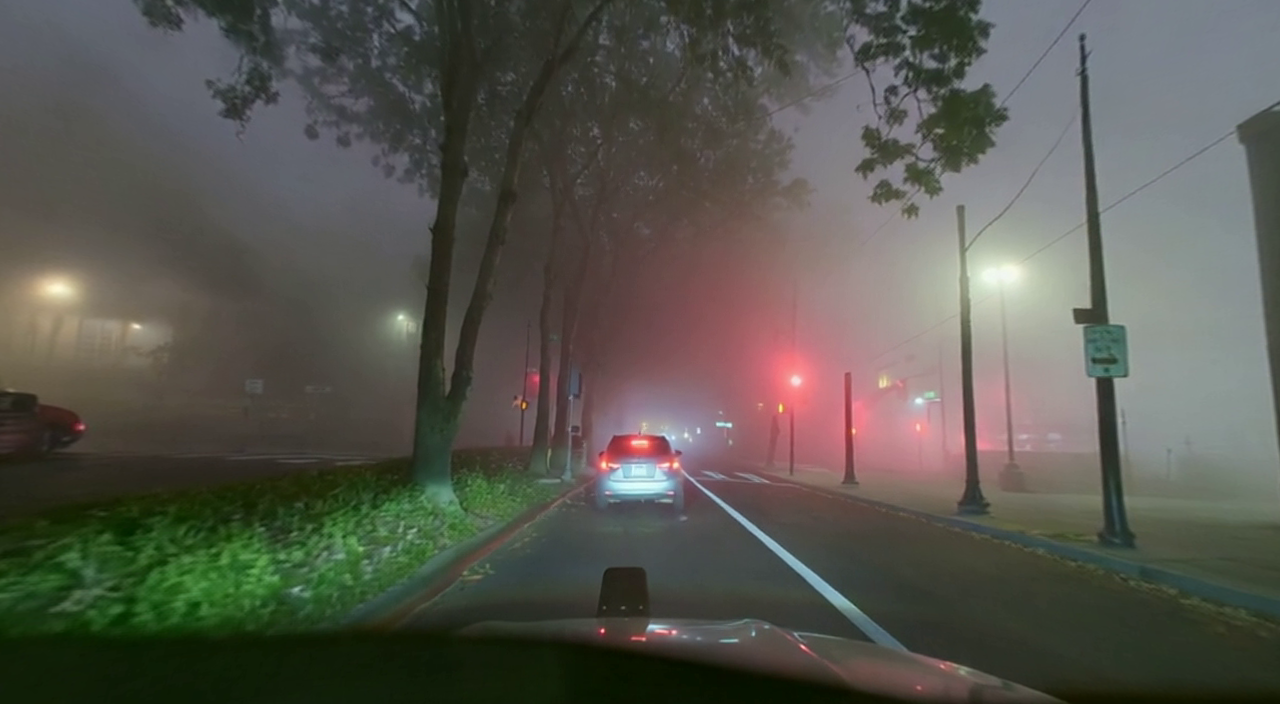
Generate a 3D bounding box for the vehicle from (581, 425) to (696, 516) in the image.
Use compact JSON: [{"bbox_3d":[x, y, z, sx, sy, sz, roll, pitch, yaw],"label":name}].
[{"bbox_3d":[-0.069,2.449,13.439,2.079,1.621,3.861,0,-9,-1],"label":"vehicle"}]
